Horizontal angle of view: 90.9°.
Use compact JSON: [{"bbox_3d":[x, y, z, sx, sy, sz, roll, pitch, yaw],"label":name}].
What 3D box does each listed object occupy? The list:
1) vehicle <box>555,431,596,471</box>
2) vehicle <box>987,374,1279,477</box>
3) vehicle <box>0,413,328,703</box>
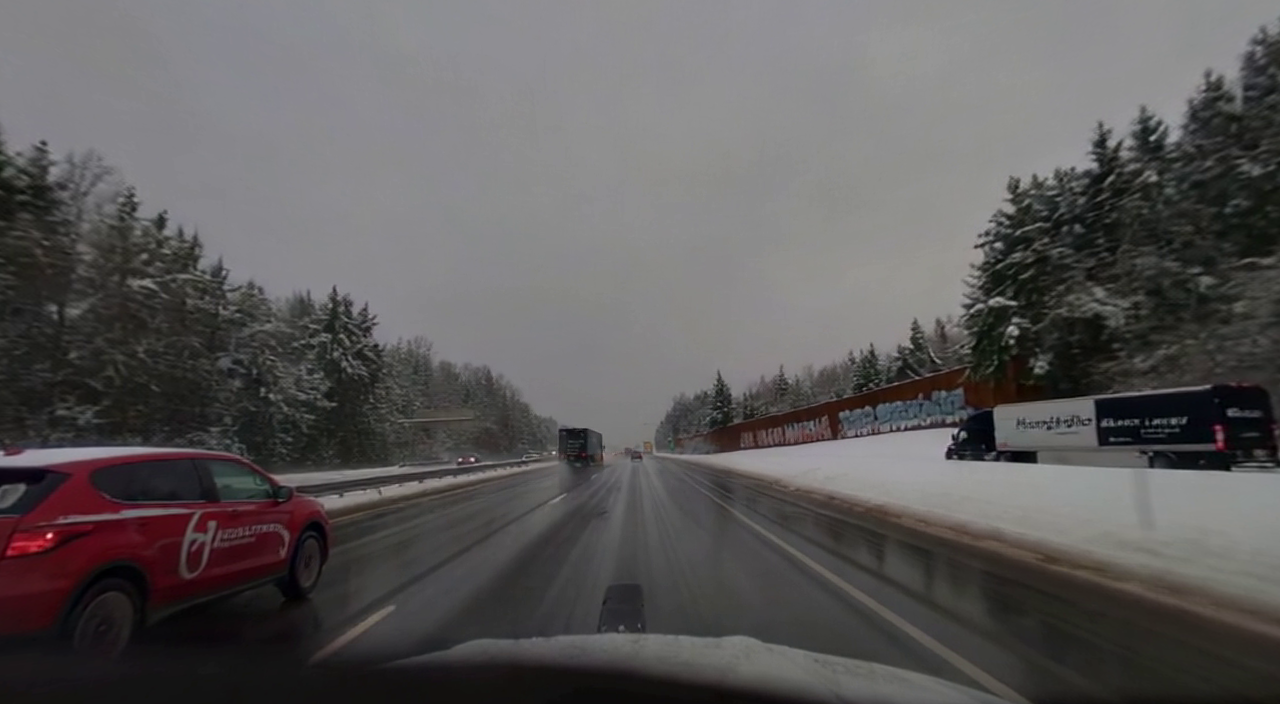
[{"bbox_3d":[-4.339,6.809,43.373,2.305,2.517,5.486,0,-9,0],"label":"vehicle"},{"bbox_3d":[23.977,3.921,31.699,2.782,4.082,12.925,2,-9,-17],"label":"vehicle"},{"bbox_3d":[-4.287,1.228,4.278,2.024,1.476,4.466,0,-9,0],"label":"vehicle"}]
